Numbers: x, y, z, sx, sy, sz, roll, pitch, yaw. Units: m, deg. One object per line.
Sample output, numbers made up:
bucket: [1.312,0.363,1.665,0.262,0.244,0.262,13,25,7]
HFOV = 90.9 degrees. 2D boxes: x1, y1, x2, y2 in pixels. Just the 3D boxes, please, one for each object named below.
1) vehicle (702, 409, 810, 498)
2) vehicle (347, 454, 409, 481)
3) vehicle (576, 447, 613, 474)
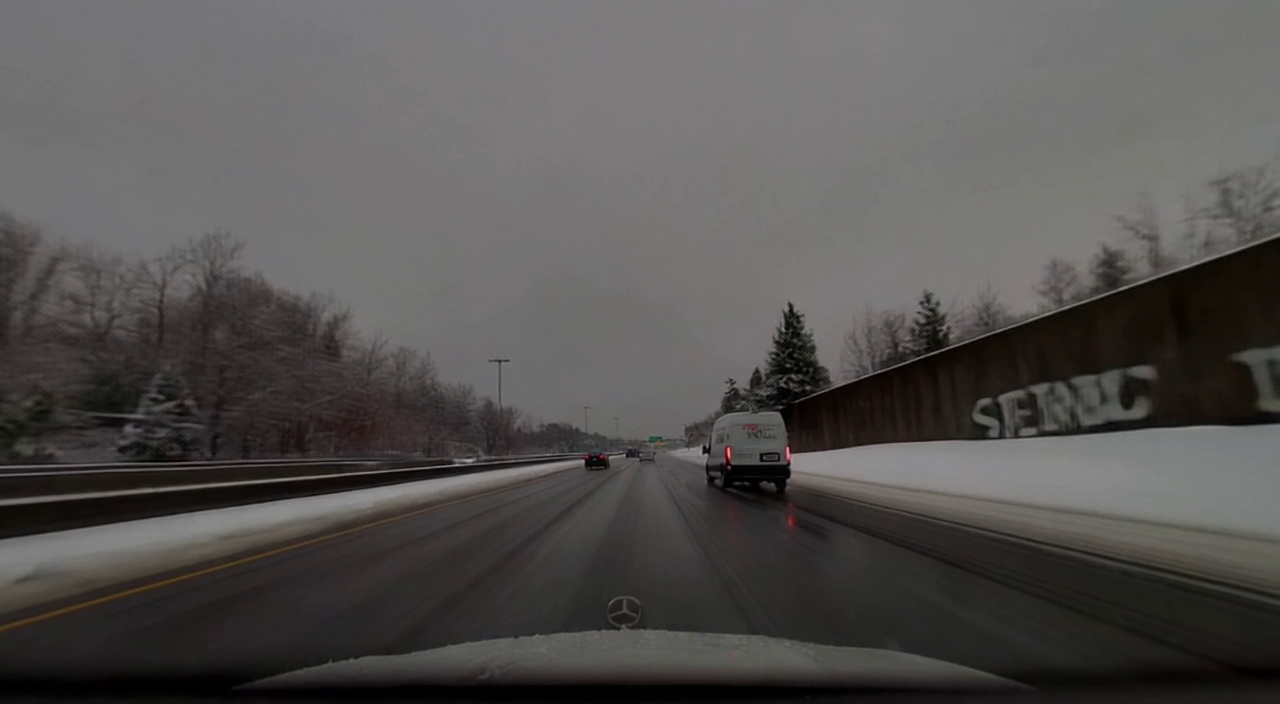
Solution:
vehicle: [3.673,3.417,21.320,2.469,2.591,5.653,0,-9,-1]
vehicle: [-15.638,6.900,37.846,1.795,1.502,4.437,0,-9,0]
vehicle: [-2.854,6.978,40.636,1.964,1.618,4.489,0,-9,1]
